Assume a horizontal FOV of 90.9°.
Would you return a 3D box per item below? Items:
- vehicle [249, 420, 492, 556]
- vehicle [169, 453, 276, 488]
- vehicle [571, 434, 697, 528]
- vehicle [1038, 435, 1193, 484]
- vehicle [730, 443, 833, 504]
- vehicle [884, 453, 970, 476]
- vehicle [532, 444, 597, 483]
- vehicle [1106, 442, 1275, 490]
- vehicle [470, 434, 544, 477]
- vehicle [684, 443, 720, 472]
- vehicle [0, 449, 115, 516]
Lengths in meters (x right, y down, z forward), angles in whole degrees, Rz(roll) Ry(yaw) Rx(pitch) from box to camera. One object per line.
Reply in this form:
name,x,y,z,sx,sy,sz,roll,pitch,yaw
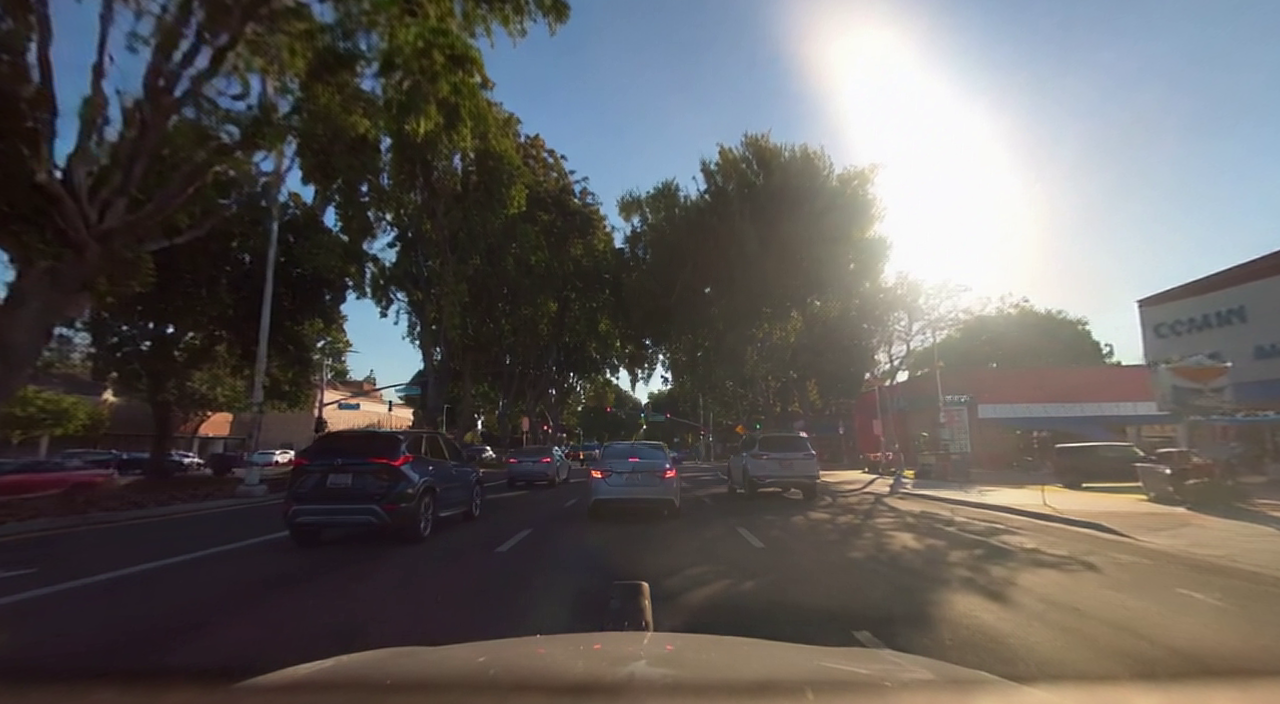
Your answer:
vehicle,-3.866,2.011,9.976,1.983,1.685,3.997,0,-8,1
vehicle,-19.473,5.513,29.678,1.888,1.435,4.574,0,-9,1
vehicle,-0.106,2.485,12.684,2.121,1.563,4.031,0,-8,0
vehicle,17.874,4.031,23.933,1.907,1.669,4.147,5,-10,-28
vehicle,3.798,3.329,17.716,1.979,1.485,4.207,0,-8,1
vehicle,19.197,7.536,42.342,4.795,1.457,1.986,-1,-9,4
vehicle,-3.099,4.648,26.698,2.126,1.490,4.265,0,-8,2
vehicle,22.286,4.566,25.760,2.260,1.737,4.527,3,-9,-22
vehicle,-6.711,5.303,32.581,2.321,2.013,5.640,0,-8,3
vehicle,3.753,6.448,38.646,1.848,1.665,3.747,0,-8,0
vehicle,-15.545,3.067,14.967,1.988,1.498,4.756,0,-8,1
